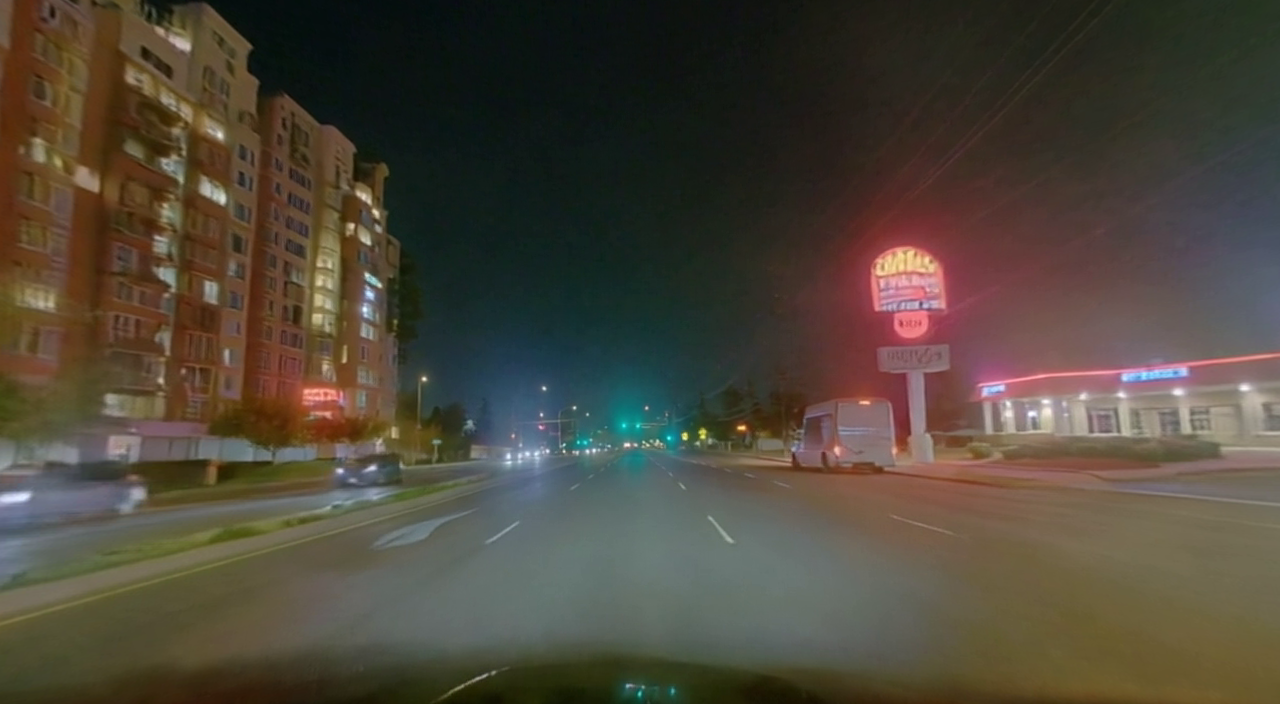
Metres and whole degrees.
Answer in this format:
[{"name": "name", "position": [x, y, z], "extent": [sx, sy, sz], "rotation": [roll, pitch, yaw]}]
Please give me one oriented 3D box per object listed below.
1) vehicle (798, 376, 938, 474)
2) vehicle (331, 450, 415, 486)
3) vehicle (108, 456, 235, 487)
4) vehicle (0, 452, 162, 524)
[{"name": "vehicle", "position": [9.994, 3.509, 29.136], "extent": [3.174, 3.794, 9.019], "rotation": [-1, -9, 1]}, {"name": "vehicle", "position": [-11.942, 5.195, 28.654], "extent": [1.901, 1.465, 4.604], "rotation": [0, -8, -1]}, {"name": "vehicle", "position": [-24.466, 6.247, 33.216], "extent": [4.862, 1.510, 2.027], "rotation": [2, -9, -12]}, {"name": "vehicle", "position": [-14.700, 3.337, 15.692], "extent": [1.841, 1.543, 4.680], "rotation": [-2, -10, 2]}]
